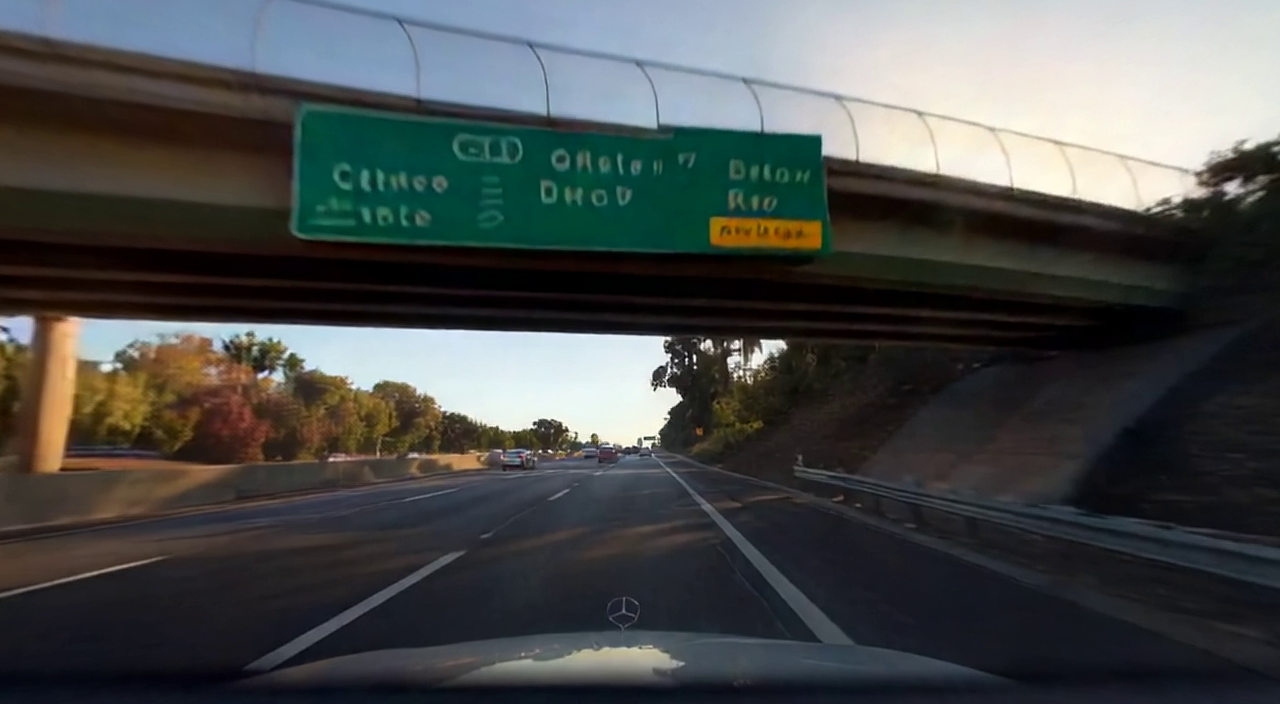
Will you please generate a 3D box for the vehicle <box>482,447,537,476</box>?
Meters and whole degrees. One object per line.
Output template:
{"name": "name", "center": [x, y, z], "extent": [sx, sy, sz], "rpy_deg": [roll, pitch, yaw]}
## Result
{"name": "vehicle", "center": [-7.243, 6.113, 35.391], "extent": [2.002, 1.507, 4.631], "rpy_deg": [0, -9, 1]}
